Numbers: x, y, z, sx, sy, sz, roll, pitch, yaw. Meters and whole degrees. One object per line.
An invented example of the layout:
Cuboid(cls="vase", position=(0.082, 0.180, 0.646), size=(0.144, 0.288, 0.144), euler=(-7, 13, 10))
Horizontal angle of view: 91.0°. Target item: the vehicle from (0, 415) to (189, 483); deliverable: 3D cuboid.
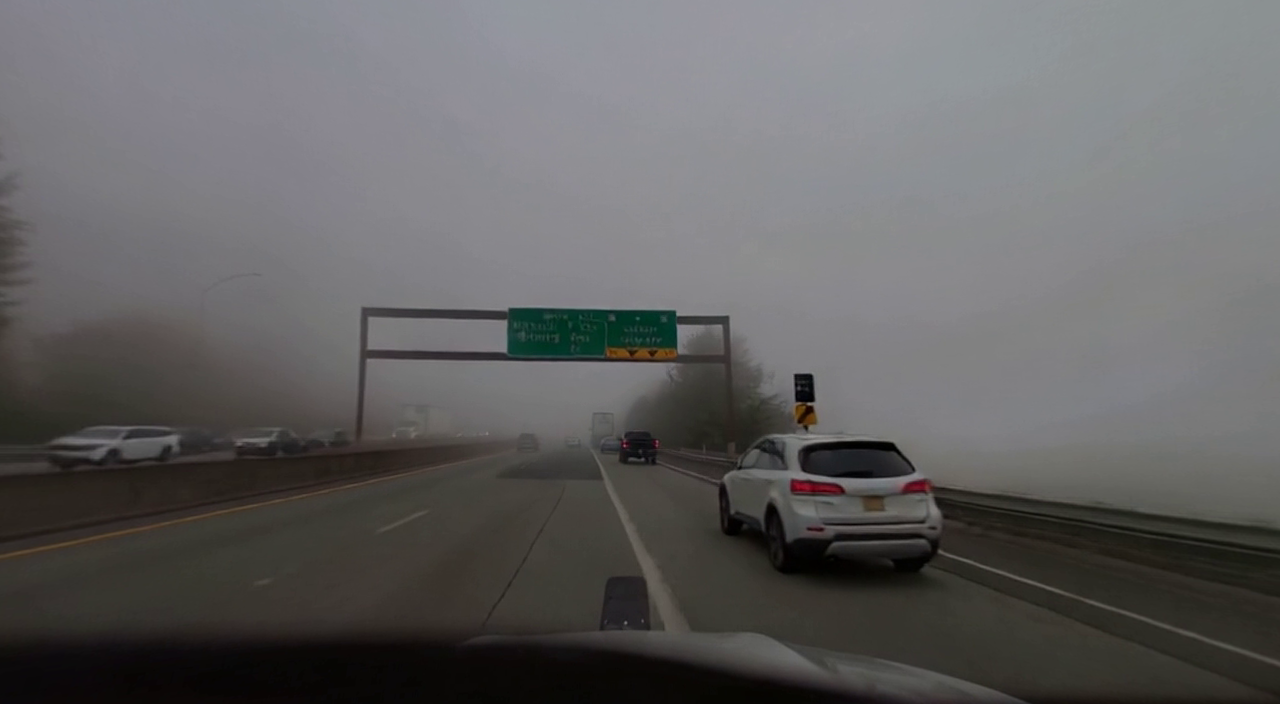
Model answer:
Cuboid(cls="vehicle", position=(-12.946, 2.321, 15.220), size=(1.610, 1.420, 3.445), euler=(1, -8, -4))

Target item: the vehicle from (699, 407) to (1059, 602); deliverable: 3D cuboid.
Cuboid(cls="vehicle", position=(2.111, 1.508, 7.228), size=(2.127, 1.497, 4.445), euler=(1, -8, -4))

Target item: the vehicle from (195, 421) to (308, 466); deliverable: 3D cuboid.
Cuboid(cls="vehicle", position=(-13.183, 3.133, 21.601), size=(1.853, 1.406, 3.495), euler=(1, -8, -5))

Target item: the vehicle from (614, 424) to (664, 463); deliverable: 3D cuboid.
Cuboid(cls="vehicle", position=(-0.142, 4.968, 34.245), size=(2.207, 1.937, 5.610), euler=(1, -8, -5))

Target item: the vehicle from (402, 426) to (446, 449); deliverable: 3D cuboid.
Cuboid(cls="vehicle", position=(-15.611, 6.220, 45.633), size=(1.921, 1.507, 4.664), euler=(0, -8, -5))
